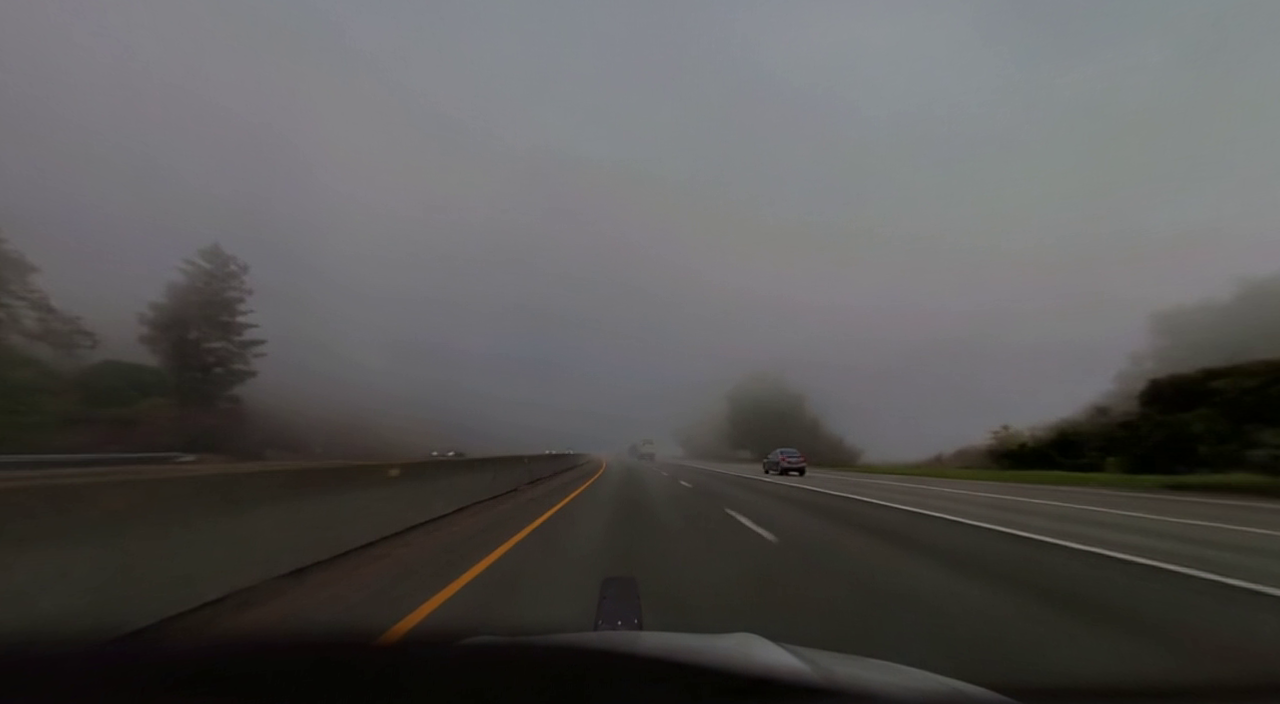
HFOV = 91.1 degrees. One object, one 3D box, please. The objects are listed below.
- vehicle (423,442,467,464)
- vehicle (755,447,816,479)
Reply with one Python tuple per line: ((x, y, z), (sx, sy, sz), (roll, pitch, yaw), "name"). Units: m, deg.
((-13.640, 7.092, 44.175), (1.851, 1.486, 4.205), (0, -9, -1), "vehicle")
((7.197, 5.515, 31.482), (1.942, 1.462, 3.926), (0, -9, -2), "vehicle")
